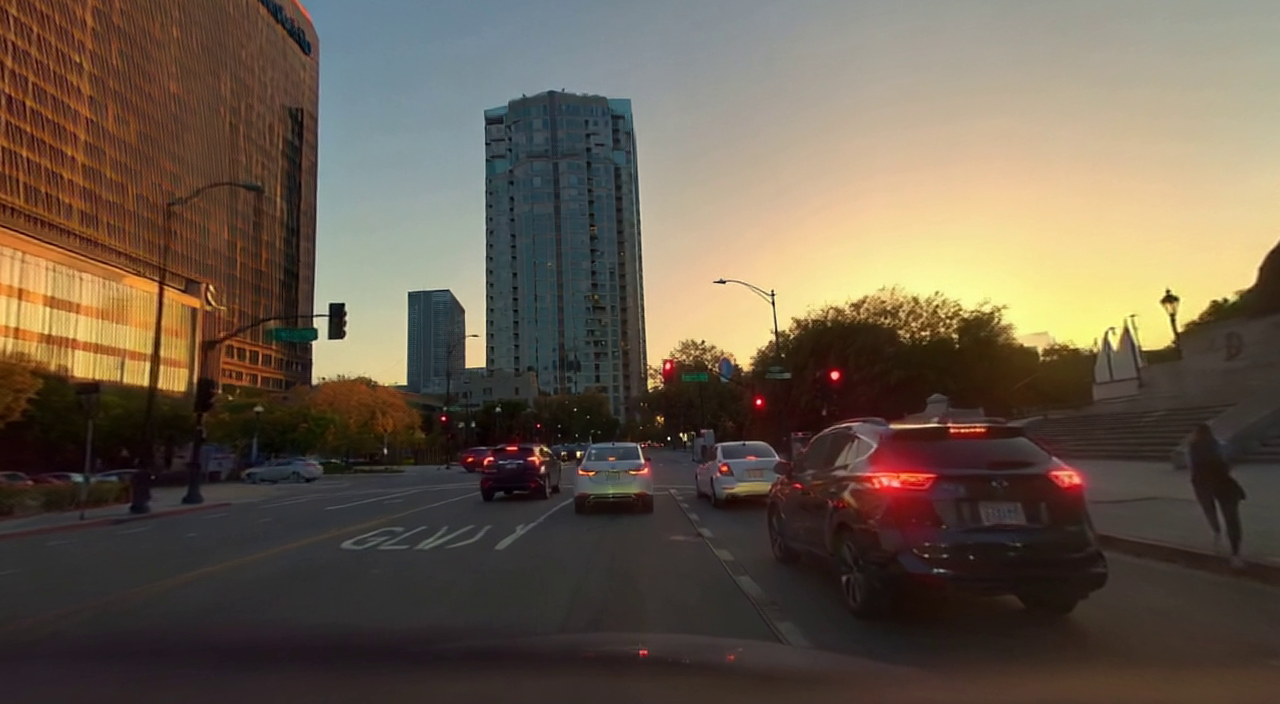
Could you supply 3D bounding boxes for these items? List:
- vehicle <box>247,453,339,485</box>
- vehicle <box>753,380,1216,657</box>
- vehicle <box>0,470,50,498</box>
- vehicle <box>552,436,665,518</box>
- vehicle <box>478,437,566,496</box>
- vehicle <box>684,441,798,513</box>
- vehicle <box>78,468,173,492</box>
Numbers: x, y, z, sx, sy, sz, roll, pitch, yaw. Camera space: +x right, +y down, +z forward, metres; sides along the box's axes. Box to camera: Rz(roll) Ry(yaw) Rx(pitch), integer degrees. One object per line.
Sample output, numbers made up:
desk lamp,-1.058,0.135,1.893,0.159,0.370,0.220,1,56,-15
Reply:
vehicle,-20.701,6.988,37.880,4.612,1.752,1.953,4,-10,-25
vehicle,2.629,1.405,6.377,2.096,1.775,4.440,0,-9,-1
vehicle,-40.208,8.305,39.766,4.224,1.622,1.808,0,-9,-1
vehicle,-0.619,2.640,13.819,2.096,1.492,4.071,0,-9,-1
vehicle,-3.587,3.595,20.224,2.045,1.633,4.864,0,-9,-2
vehicle,2.233,2.888,15.143,1.943,1.449,4.202,0,-9,-1
vehicle,-32.306,8.040,39.748,4.392,1.427,1.764,0,-9,-1
